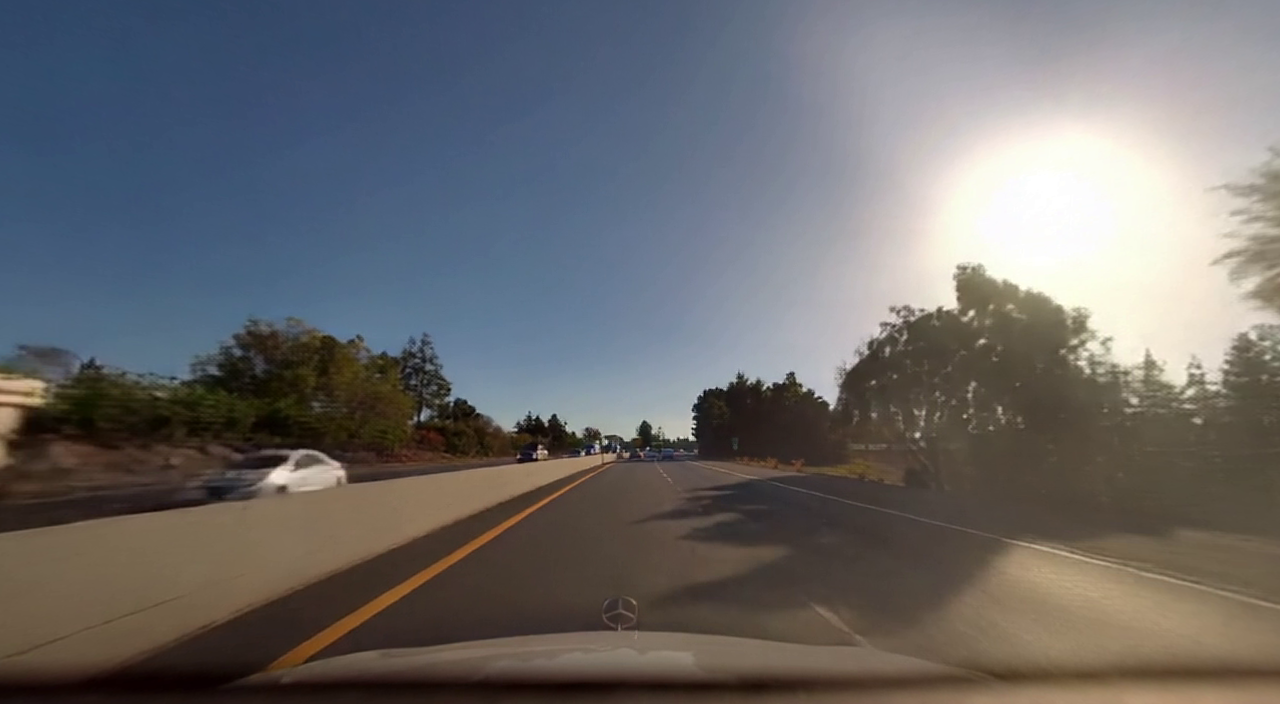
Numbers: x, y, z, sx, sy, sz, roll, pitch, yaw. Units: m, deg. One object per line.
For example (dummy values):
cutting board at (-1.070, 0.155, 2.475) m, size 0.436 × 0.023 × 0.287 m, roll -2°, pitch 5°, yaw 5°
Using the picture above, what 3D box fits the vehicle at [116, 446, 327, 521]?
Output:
vehicle at (-9.718, 3.048, 15.136) m, size 2.026 × 1.496 × 4.495 m, roll 0°, pitch -9°, yaw -1°
